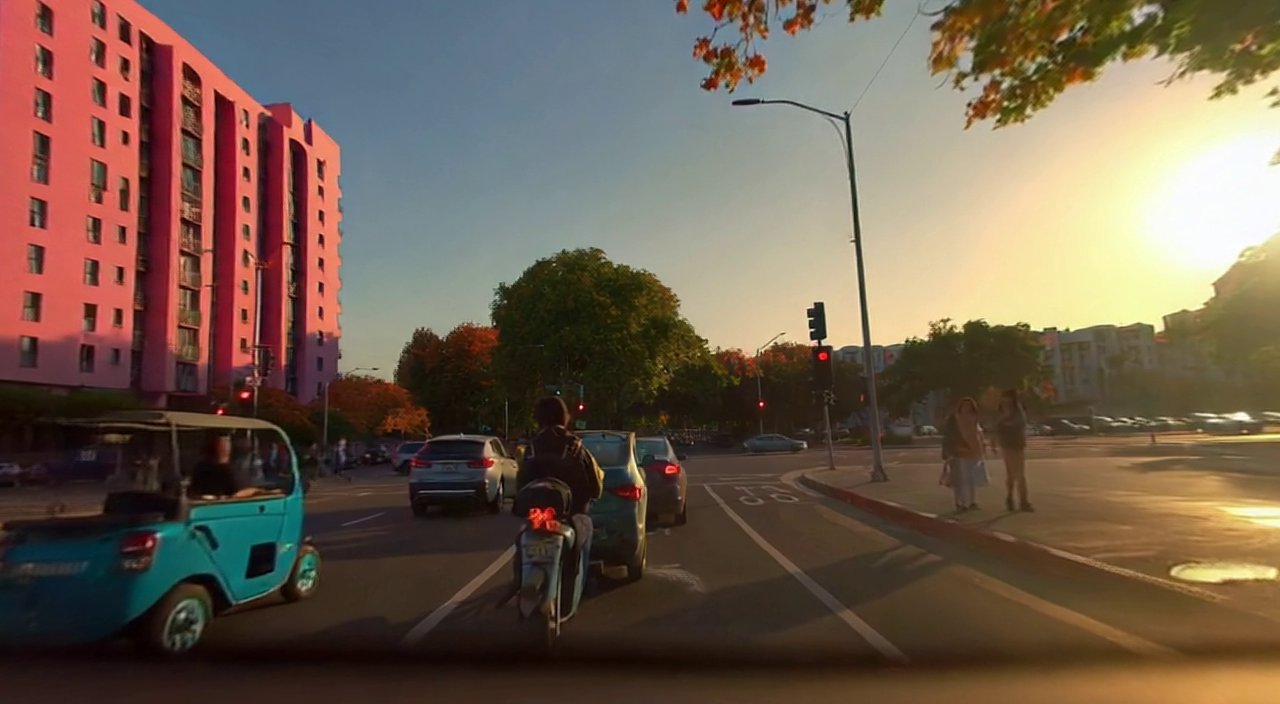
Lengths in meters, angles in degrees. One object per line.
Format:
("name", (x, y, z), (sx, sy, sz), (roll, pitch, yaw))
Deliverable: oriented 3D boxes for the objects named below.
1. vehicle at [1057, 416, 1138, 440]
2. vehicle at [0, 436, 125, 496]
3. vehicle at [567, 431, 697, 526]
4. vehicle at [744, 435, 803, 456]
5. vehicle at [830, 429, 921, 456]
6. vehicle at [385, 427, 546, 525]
("vehicle", (30.790, 5.156, 42.482), (1.751, 1.420, 4.027), (8, -12, -42))
("vehicle", (-28.927, 5.572, 30.657), (5.890, 2.393, 2.346), (-5, -7, 1))
("vehicle", (-0.088, 2.283, 11.908), (2.025, 1.458, 4.085), (-1, -9, 1))
("vehicle", (9.998, 6.973, 47.166), (4.511, 1.464, 1.816), (6, -11, -38))
("vehicle", (13.865, 5.384, 37.270), (4.661, 1.456, 1.862), (-7, -11, 39))
("vehicle", (-3.247, 2.395, 12.685), (1.935, 1.615, 4.073), (-1, -9, 2))
